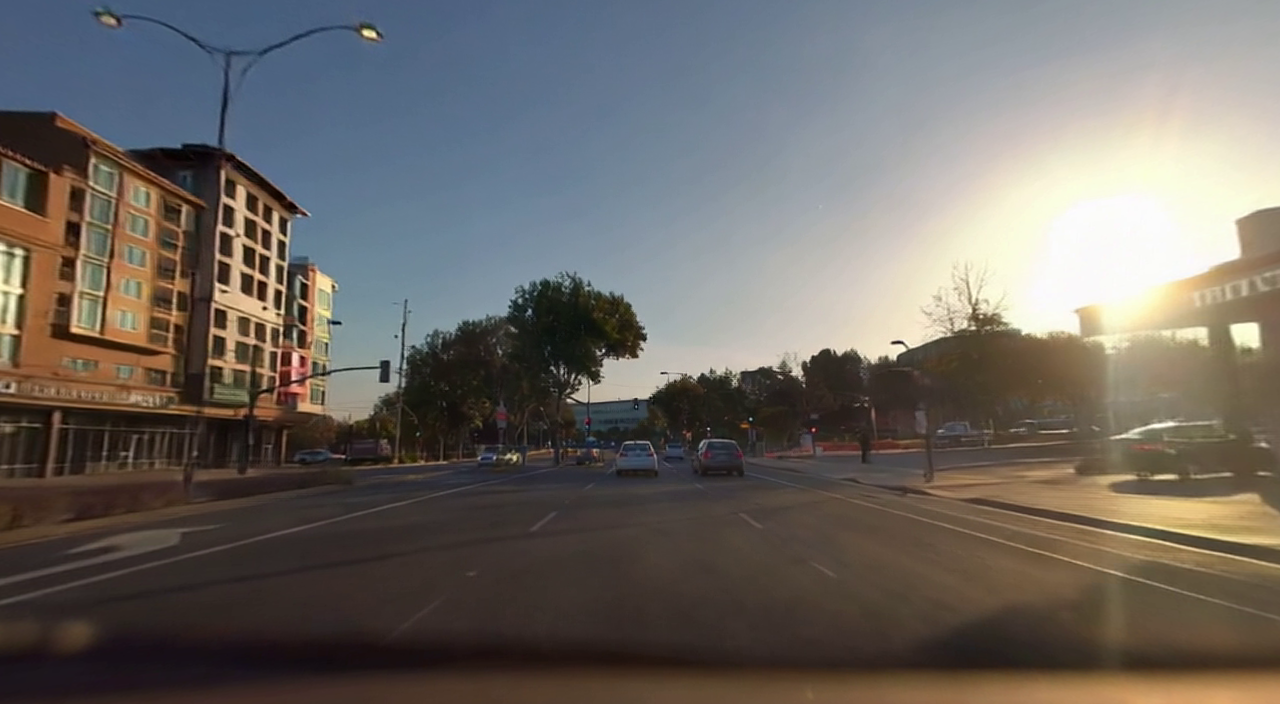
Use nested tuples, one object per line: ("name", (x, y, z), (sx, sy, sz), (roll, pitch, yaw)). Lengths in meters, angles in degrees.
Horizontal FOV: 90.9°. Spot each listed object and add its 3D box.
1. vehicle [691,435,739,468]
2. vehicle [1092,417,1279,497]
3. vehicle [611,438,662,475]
("vehicle", (4.108, 5.528, 35.057), (2.007, 1.683, 4.171), (0, -8, -2))
("vehicle", (14.552, 2.583, 15.831), (4.775, 1.728, 1.996), (-2, -9, -1))
("vehicle", (-0.149, 4.604, 27.943), (2.059, 1.477, 3.988), (0, -8, 0))
